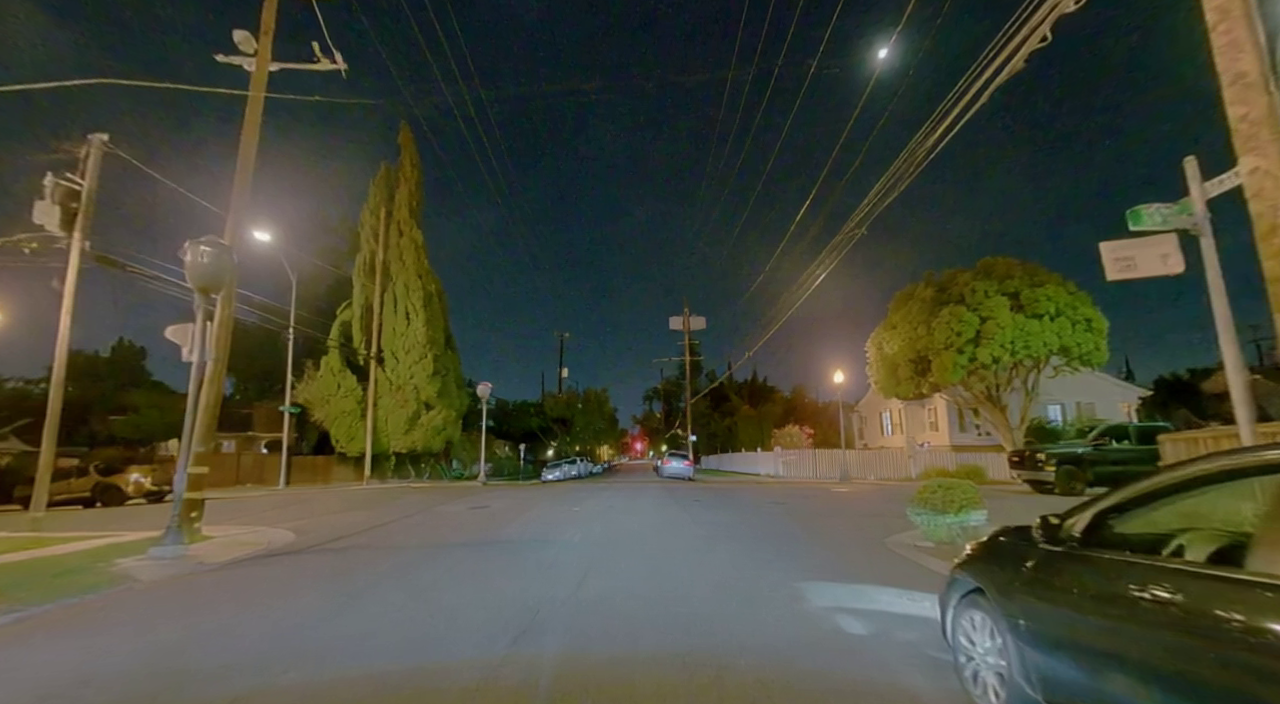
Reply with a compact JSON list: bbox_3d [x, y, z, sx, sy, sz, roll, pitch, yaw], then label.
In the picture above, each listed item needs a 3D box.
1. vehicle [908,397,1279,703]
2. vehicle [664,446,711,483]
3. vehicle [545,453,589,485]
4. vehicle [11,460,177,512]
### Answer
[{"bbox_3d":[2.650,0.782,1.144,2.038,1.463,4.905,0,-8,-2],"label":"vehicle"},{"bbox_3d":[2.543,6.195,35.078,2.051,1.874,4.459,0,-8,-3],"label":"vehicle"},{"bbox_3d":[-4.385,7.087,38.645,2.189,1.771,4.571,0,-8,-1],"label":"vehicle"},{"bbox_3d":[-19.229,4.699,22.413,3.977,1.665,1.976,0,-8,0],"label":"vehicle"}]
